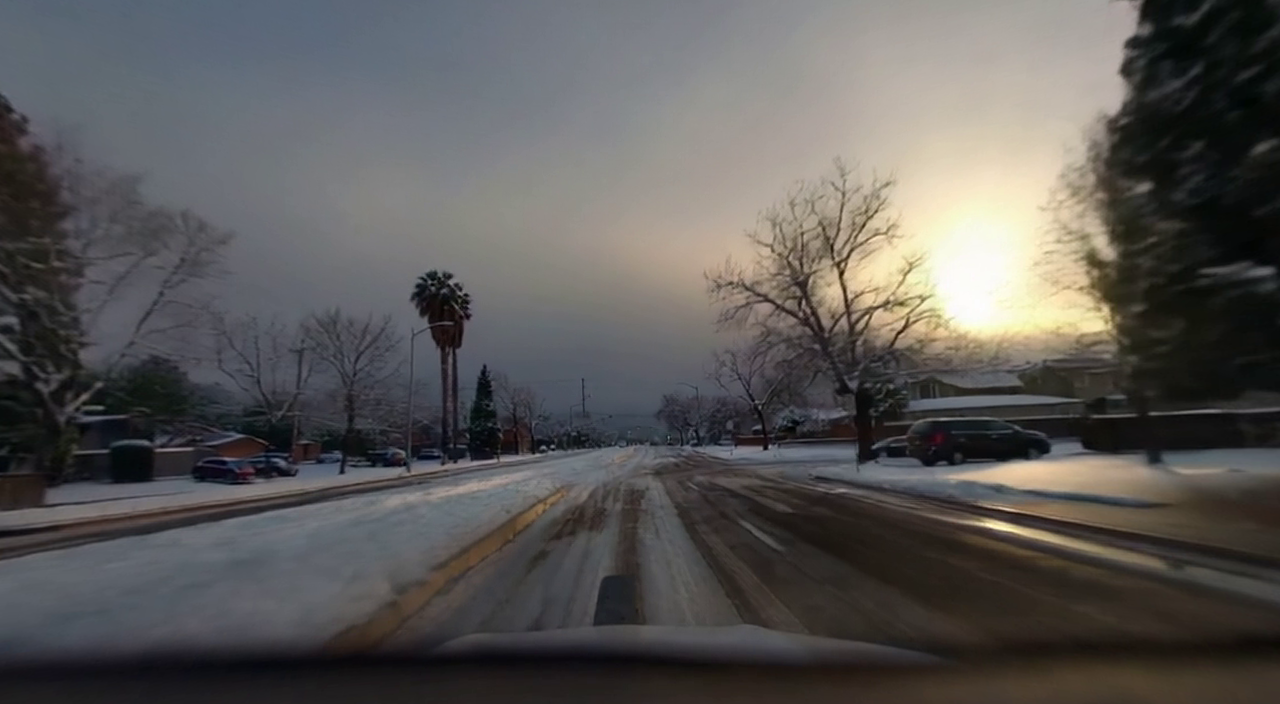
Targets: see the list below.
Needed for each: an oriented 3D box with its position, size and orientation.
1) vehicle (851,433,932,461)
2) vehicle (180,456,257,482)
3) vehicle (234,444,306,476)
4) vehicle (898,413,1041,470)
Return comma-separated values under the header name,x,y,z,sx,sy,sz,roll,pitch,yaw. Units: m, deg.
name,x,y,z,sx,sy,sz,roll,pitch,yaw
vehicle,16.330,6.204,41.220,4.296,1.701,2.255,0,-8,-1
vehicle,-25.979,7.156,38.898,4.452,1.466,1.910,-4,-10,27
vehicle,-26.252,7.618,44.799,4.714,1.999,2.272,-4,-8,31
vehicle,12.820,3.507,24.615,4.963,2.031,2.132,4,-9,-23
